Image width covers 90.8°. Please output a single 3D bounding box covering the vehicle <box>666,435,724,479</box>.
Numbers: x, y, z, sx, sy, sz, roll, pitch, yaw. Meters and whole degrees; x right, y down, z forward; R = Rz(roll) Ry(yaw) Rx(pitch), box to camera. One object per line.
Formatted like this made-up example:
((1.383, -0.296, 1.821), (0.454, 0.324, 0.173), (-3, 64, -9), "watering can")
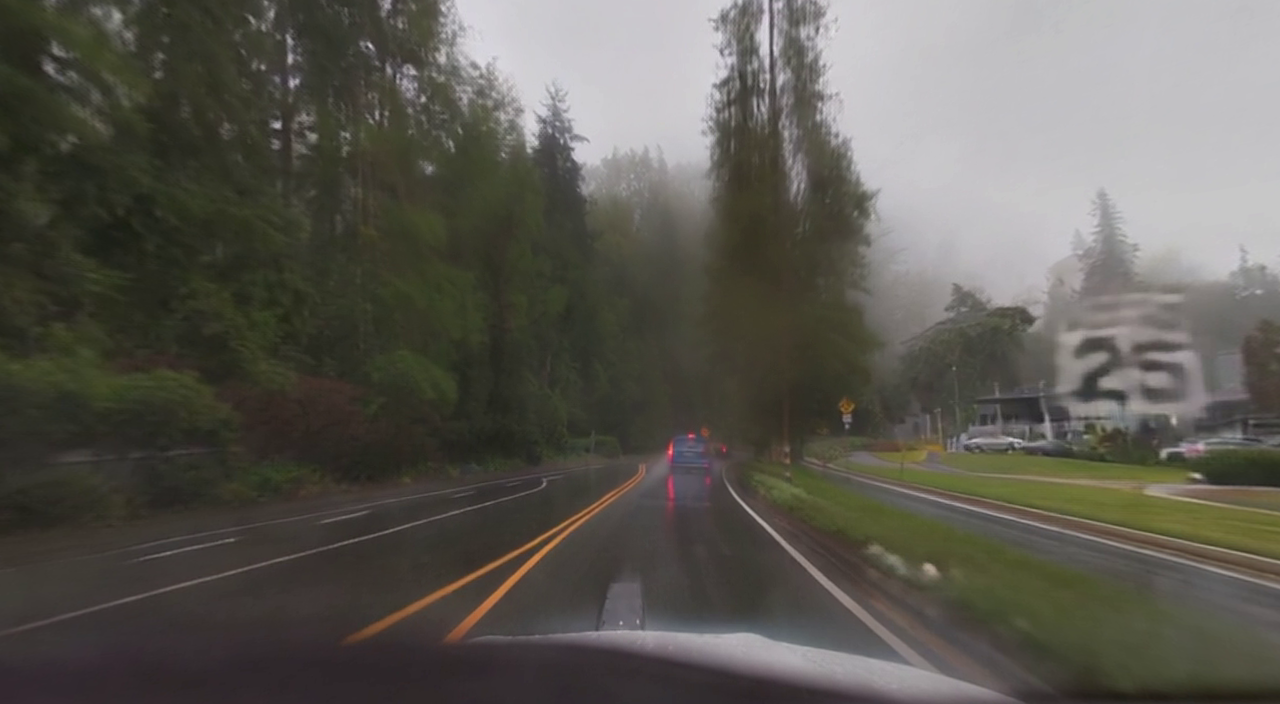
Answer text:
((2.422, 4.446, 26.952), (2.216, 1.708, 4.110), (-1, -9, 8), "vehicle")
